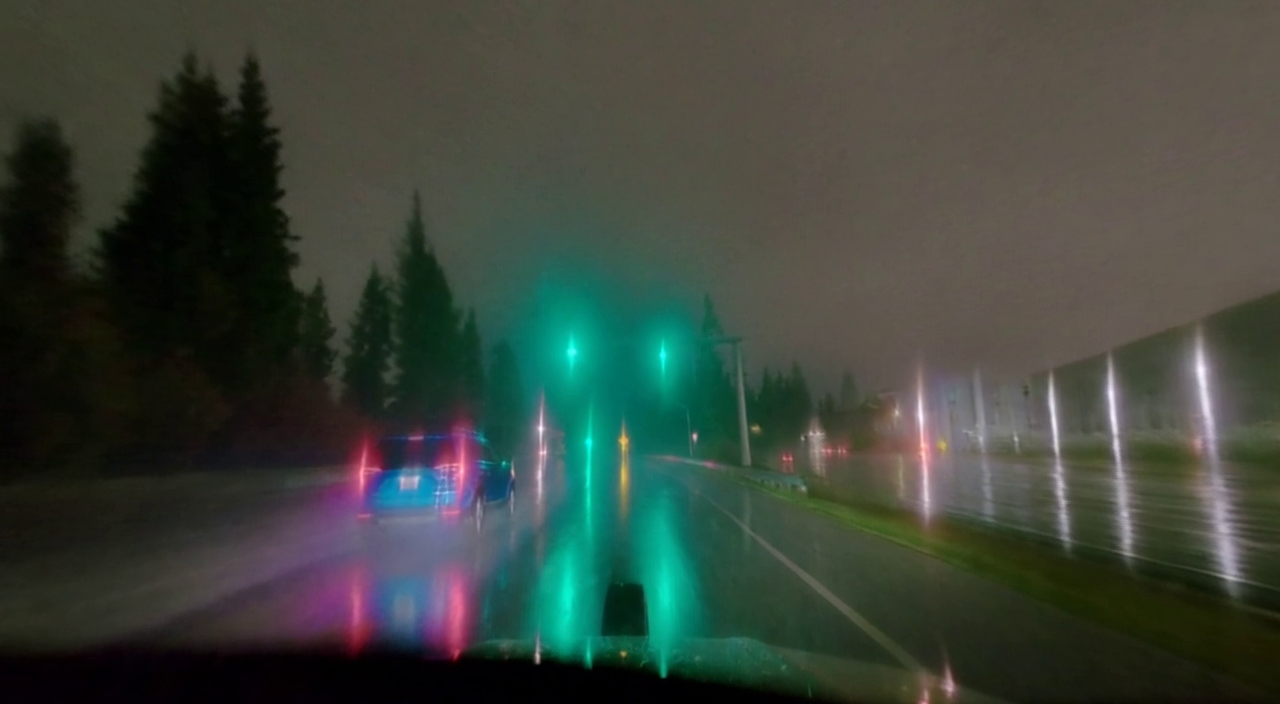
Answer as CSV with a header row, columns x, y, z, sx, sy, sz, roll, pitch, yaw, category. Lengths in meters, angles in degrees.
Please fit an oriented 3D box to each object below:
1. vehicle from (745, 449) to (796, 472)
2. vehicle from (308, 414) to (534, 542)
x,y,z,sx,sy,sz,roll,pitch,yaw,category
8.926,7.431,43.235,1.606,1.438,3.446,2,-10,-25,vehicle
-3.637,2.224,11.792,2.336,1.857,4.986,0,-9,1,vehicle
